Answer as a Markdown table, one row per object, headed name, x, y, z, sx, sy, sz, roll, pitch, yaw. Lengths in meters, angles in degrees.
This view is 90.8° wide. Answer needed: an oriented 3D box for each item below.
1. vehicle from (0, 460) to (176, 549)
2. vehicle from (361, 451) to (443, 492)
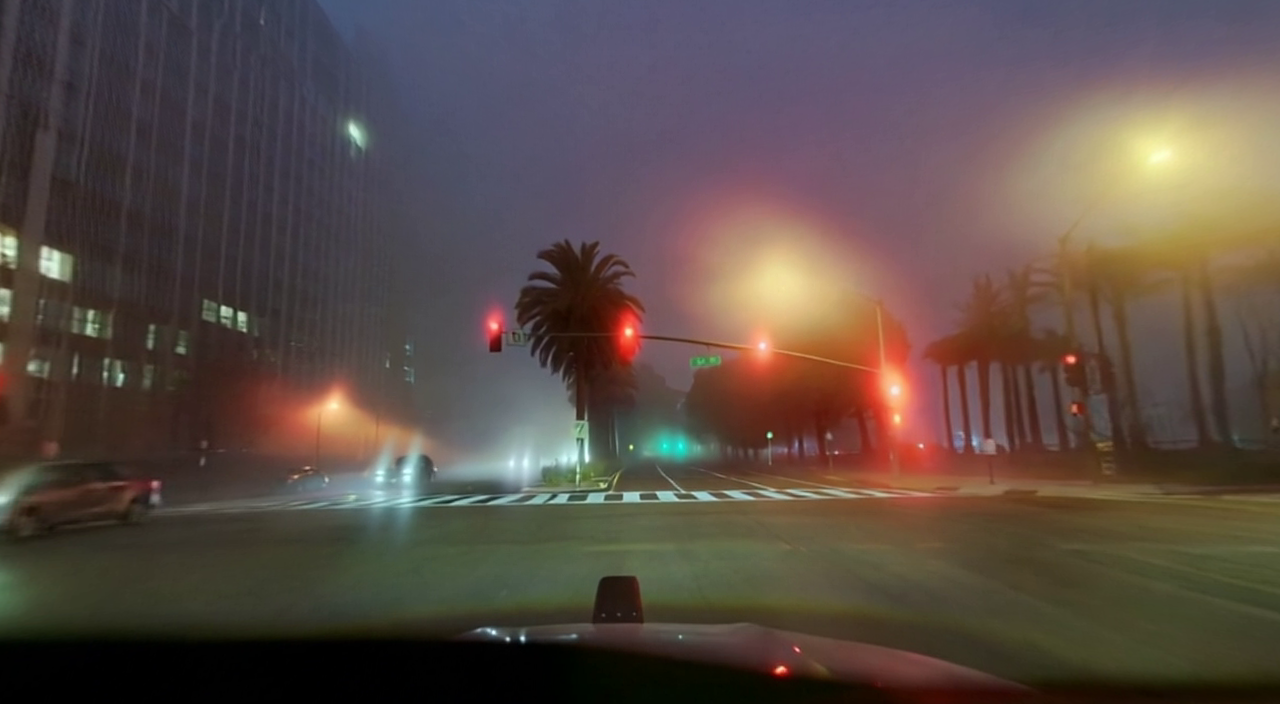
| name | x | y | z | sx | sy | sz | roll | pitch | yaw |
| --- | --- | --- | --- | --- | --- | --- | --- | --- | --- |
| vehicle | -12.935 | 3.223 | 13.989 | 2.038 | 1.624 | 4.292 | 0 | -9 | 0 |
| vehicle | -12.898 | 6.495 | 34.734 | 2.268 | 2.016 | 5.632 | 0 | -9 | 0 |
